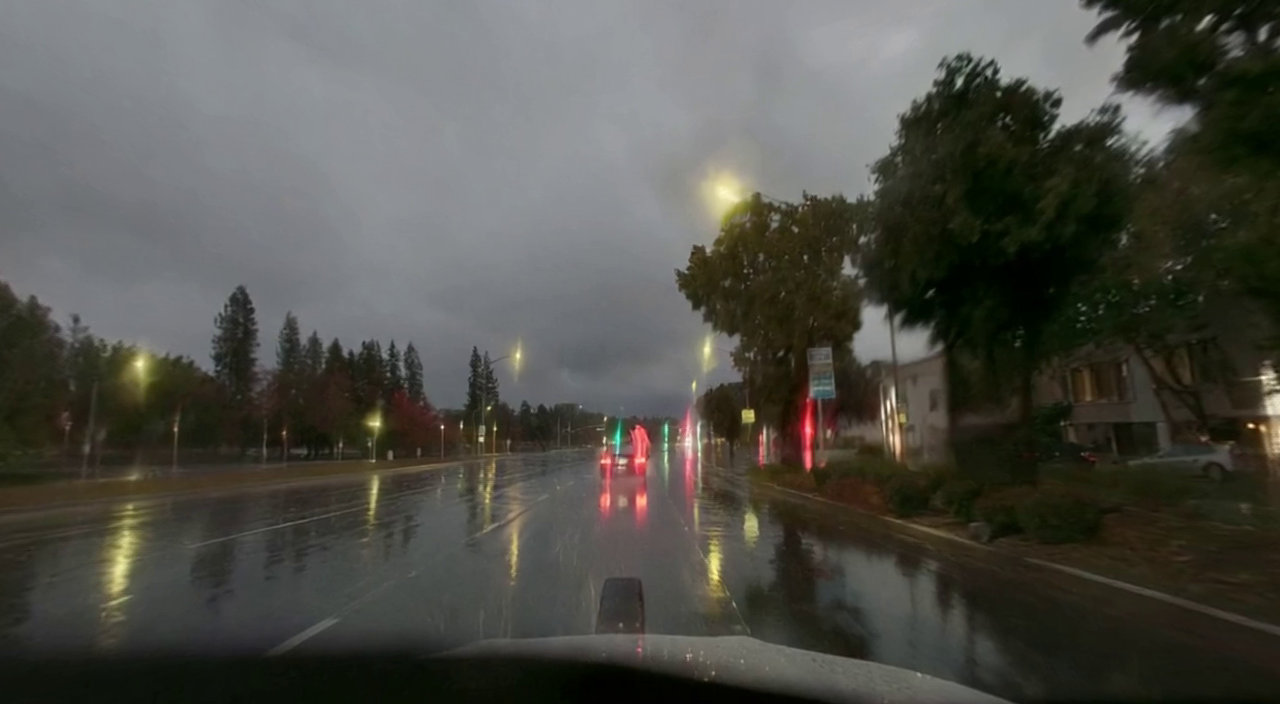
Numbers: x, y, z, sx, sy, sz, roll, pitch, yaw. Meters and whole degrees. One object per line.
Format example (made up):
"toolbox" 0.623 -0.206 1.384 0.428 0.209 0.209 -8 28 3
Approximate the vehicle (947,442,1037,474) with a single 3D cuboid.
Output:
"vehicle" 17.512 5.294 31.738 1.857 1.441 4.721 0 -9 1

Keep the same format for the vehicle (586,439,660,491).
"vehicle" -0.450 3.571 20.334 2.133 1.481 4.276 0 -9 1

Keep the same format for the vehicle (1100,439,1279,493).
"vehicle" 17.420 3.572 20.180 1.774 1.480 4.757 0 -9 -1

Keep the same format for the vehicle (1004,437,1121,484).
"vehicle" 17.420 4.434 26.355 1.942 1.690 4.453 -3 -8 4
